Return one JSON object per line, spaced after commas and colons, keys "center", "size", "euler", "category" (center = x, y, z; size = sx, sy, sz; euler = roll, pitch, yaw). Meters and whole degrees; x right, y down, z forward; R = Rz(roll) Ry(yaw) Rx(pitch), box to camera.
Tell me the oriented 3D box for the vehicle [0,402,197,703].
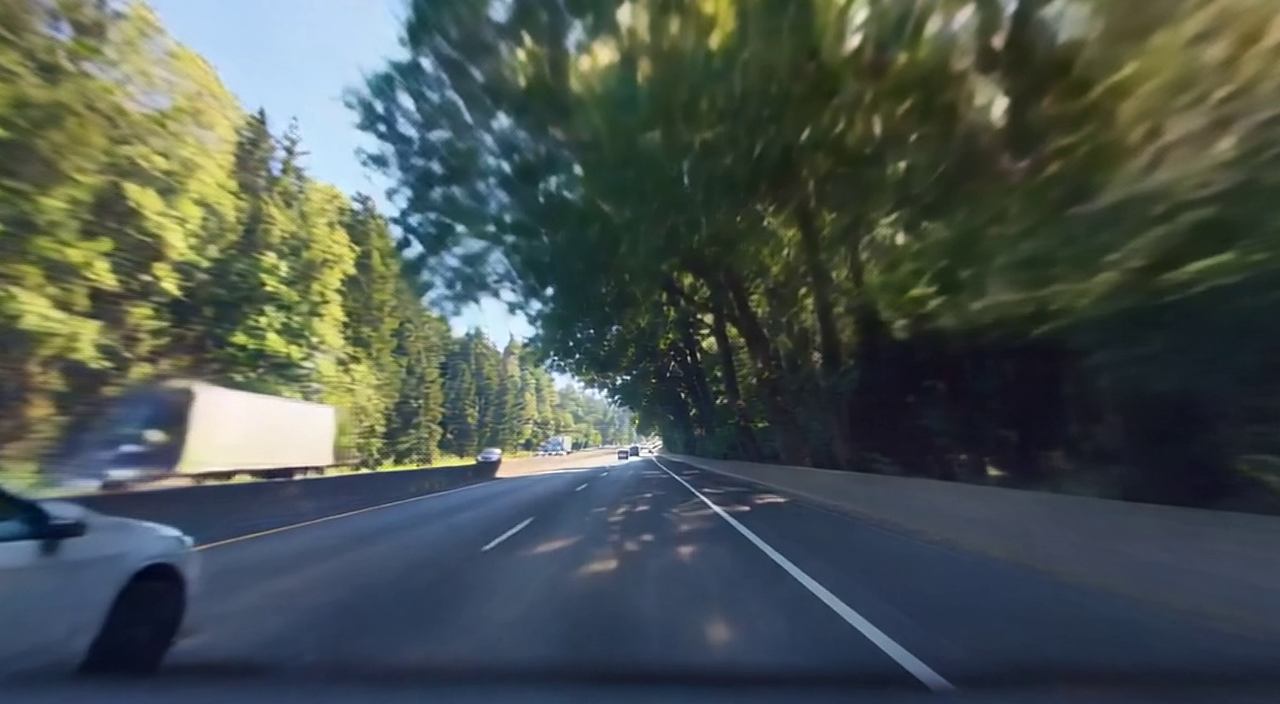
{"center": [-3.548, 0.753, 1.215], "size": [1.969, 1.505, 4.636], "euler": [0, -9, 1], "category": "vehicle"}
